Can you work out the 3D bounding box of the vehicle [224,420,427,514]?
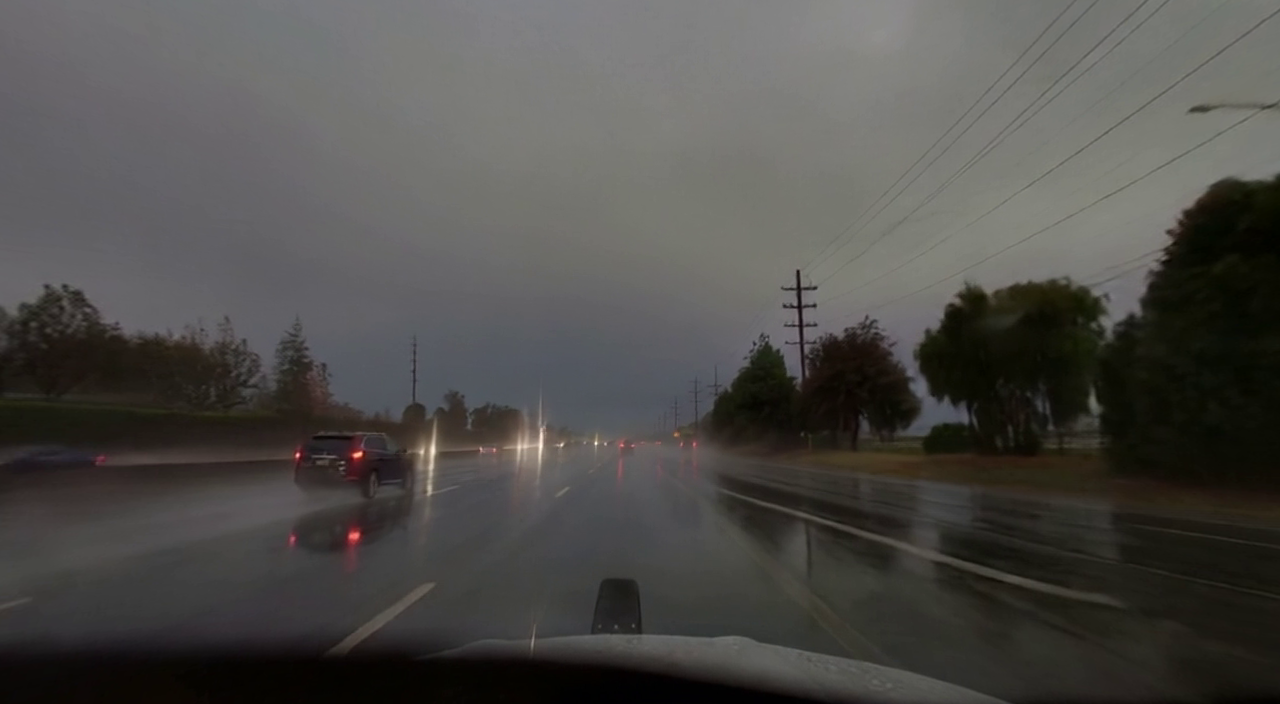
[{"bbox_3d":[-7.023,2.637,15.030,2.115,1.799,5.444,0,-9,-1],"label":"vehicle"}]
